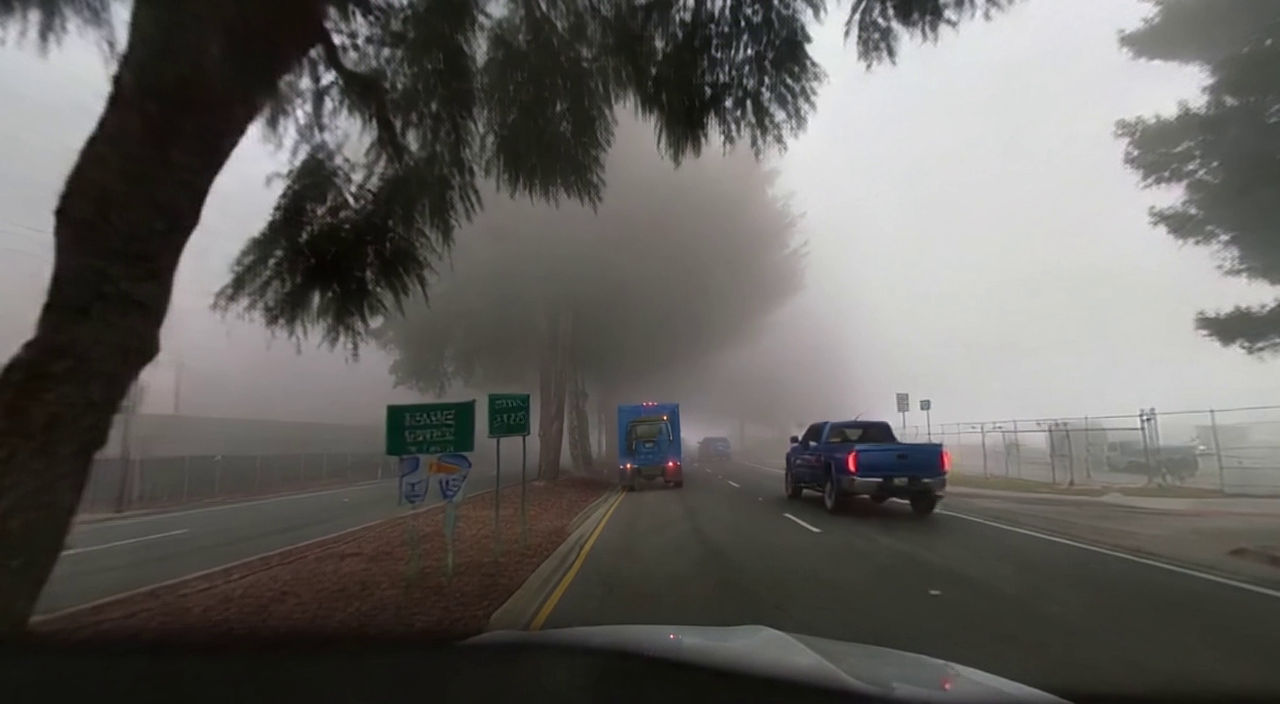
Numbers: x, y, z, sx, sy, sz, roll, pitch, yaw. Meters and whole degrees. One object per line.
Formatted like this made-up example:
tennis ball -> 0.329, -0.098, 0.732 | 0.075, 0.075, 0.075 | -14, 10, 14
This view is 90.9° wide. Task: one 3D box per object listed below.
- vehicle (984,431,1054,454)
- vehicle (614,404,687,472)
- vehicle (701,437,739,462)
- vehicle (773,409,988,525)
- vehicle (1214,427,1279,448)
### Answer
vehicle -> 23.244, 5.549, 38.754 | 3.251, 1.321, 1.555 | -1, -8, 0
vehicle -> 0.575, 4.274, 31.231 | 3.197, 2.963, 7.055 | 0, -8, 2
vehicle -> 5.548, 6.824, 44.425 | 2.076, 1.661, 4.524 | 0, -8, 0
vehicle -> 4.438, 2.221, 12.807 | 2.375, 1.857, 5.100 | 0, -8, 1
vehicle -> 44.756, 6.298, 46.520 | 1.664, 1.434, 3.771 | -3, -8, 11
